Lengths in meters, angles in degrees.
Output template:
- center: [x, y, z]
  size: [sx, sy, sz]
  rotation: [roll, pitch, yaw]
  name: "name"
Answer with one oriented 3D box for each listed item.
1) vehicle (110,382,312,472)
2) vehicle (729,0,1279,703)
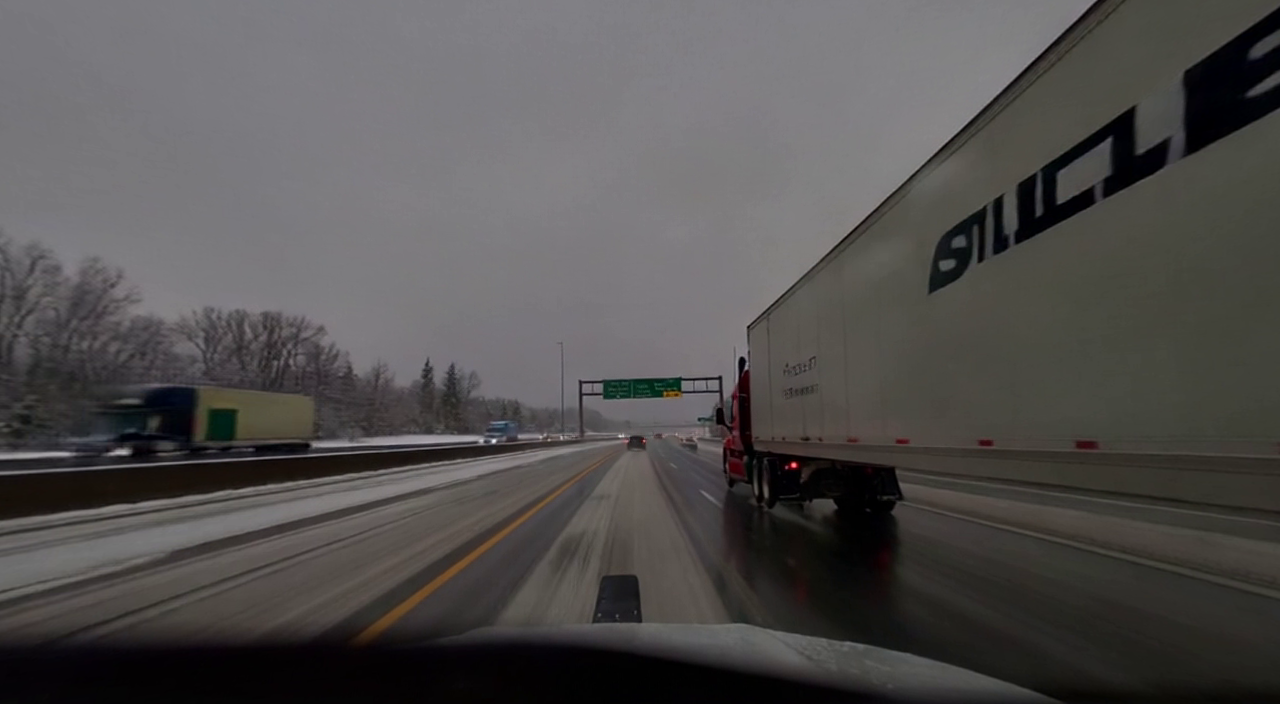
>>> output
- center: [-22.263, 4.122, 34.062]
  size: [2.957, 4.062, 11.203]
  rotation: [0, -8, 1]
  name: "vehicle"
- center: [3.515, 0.005, 5.635]
  size: [2.976, 4.077, 14.571]
  rotation: [0, -8, -1]
  name: "vehicle"
